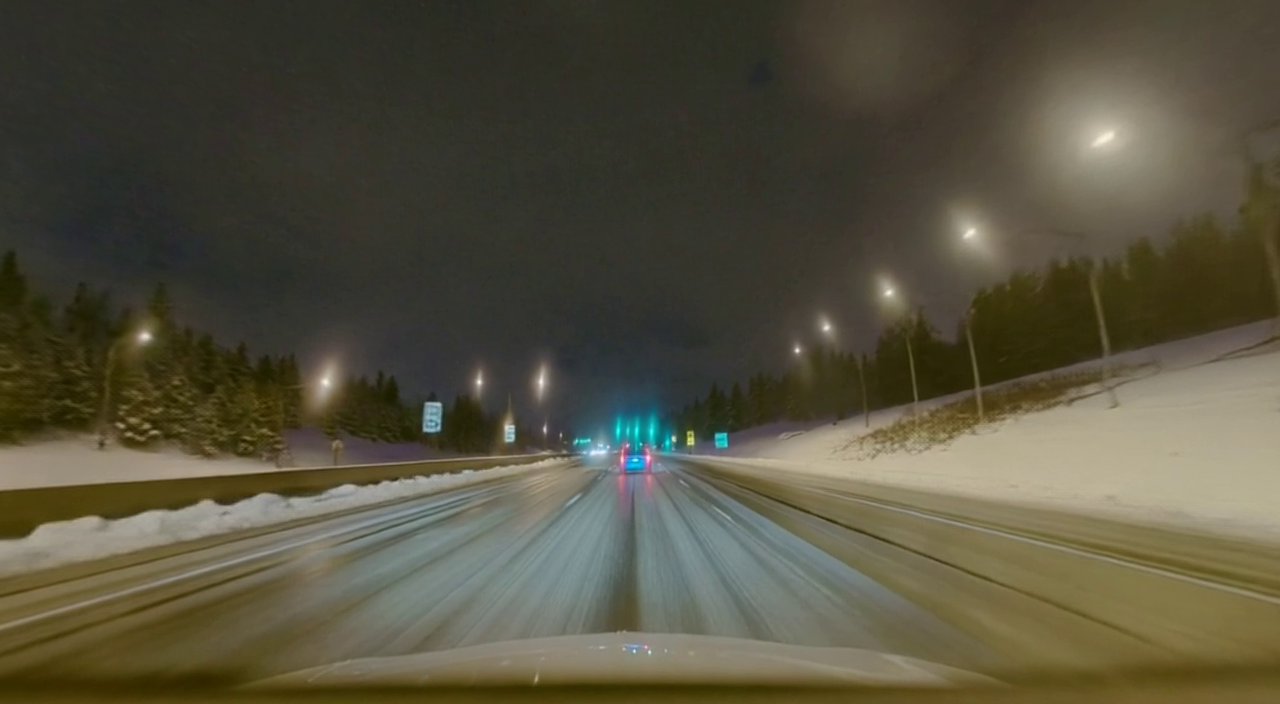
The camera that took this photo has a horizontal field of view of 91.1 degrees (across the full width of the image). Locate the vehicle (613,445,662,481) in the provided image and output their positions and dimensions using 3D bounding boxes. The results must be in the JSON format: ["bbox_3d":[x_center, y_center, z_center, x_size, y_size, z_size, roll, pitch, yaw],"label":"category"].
[{"bbox_3d":[-0.161,5.055,28.976,2.055,1.501,4.321,0,-9,-1],"label":"vehicle"}]
